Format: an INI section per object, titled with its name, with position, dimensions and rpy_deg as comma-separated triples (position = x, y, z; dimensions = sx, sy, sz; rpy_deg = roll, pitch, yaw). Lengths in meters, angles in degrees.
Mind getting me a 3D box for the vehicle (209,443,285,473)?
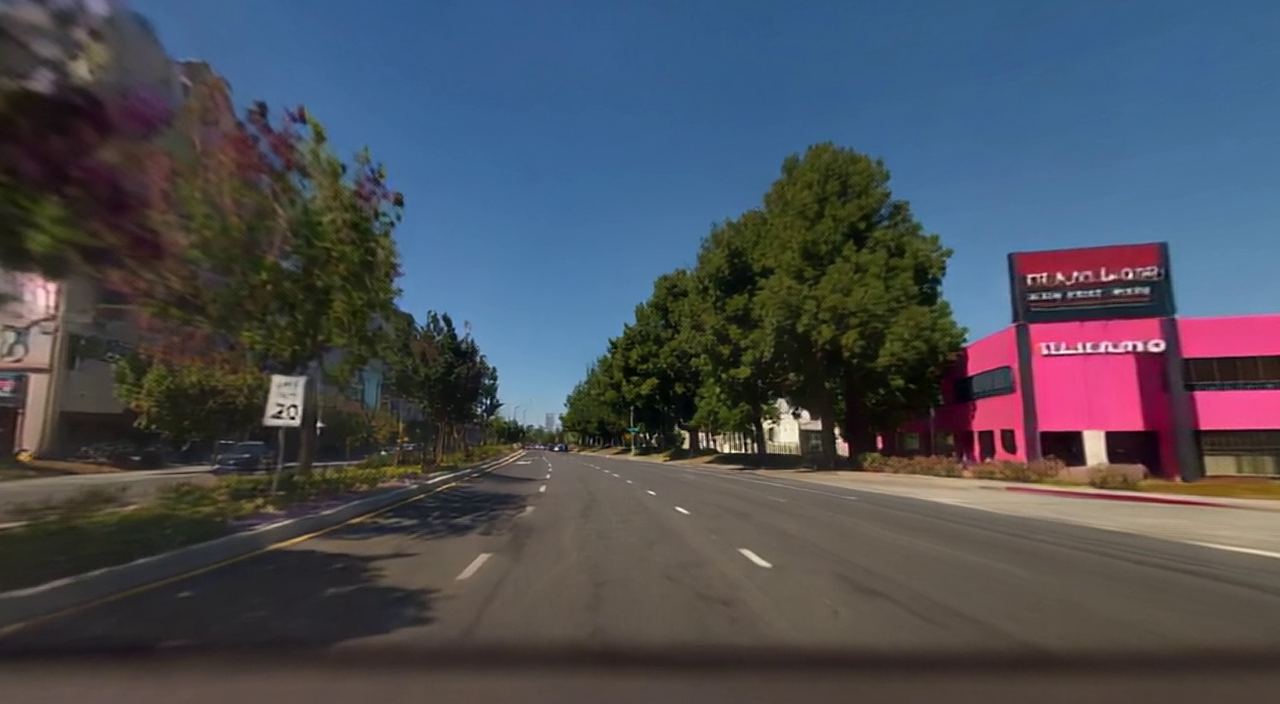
[vehicle]
position = -22.695, 6.111, 36.639
dimensions = 1.954, 1.577, 4.590
rpy_deg = 1, -9, -8
